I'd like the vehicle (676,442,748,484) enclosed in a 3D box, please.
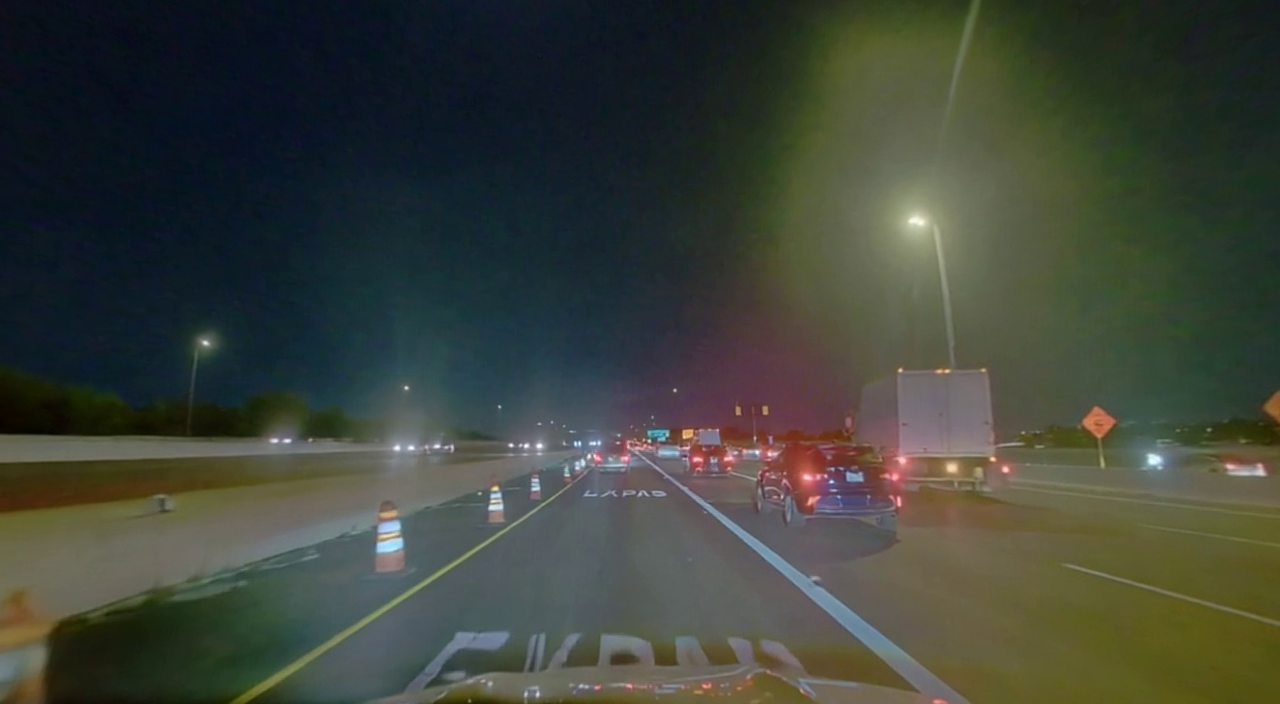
[{"bbox_3d":[2.637,4.191,24.202,2.042,1.460,4.451,0,-8,-3],"label":"vehicle"}]

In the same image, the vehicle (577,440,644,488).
[{"bbox_3d":[-0.964,3.765,21.575,2.069,1.470,4.004,0,-8,-1],"label":"vehicle"}]

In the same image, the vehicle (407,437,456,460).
[{"bbox_3d":[-13.954,6.516,42.580,1.828,1.471,4.406,0,-9,0],"label":"vehicle"}]

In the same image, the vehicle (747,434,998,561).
[{"bbox_3d":[3.096,2.024,9.574,1.996,1.455,4.281,0,-9,-3],"label":"vehicle"}]

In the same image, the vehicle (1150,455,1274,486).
[{"bbox_3d":[35.229,7.275,39.183,2.227,1.730,5.442,1,-9,-6],"label":"vehicle"}]

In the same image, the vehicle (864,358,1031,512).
[{"bbox_3d":[7.593,2.102,16.072,2.575,3.519,2.984,0,-9,1],"label":"vehicle"}]
